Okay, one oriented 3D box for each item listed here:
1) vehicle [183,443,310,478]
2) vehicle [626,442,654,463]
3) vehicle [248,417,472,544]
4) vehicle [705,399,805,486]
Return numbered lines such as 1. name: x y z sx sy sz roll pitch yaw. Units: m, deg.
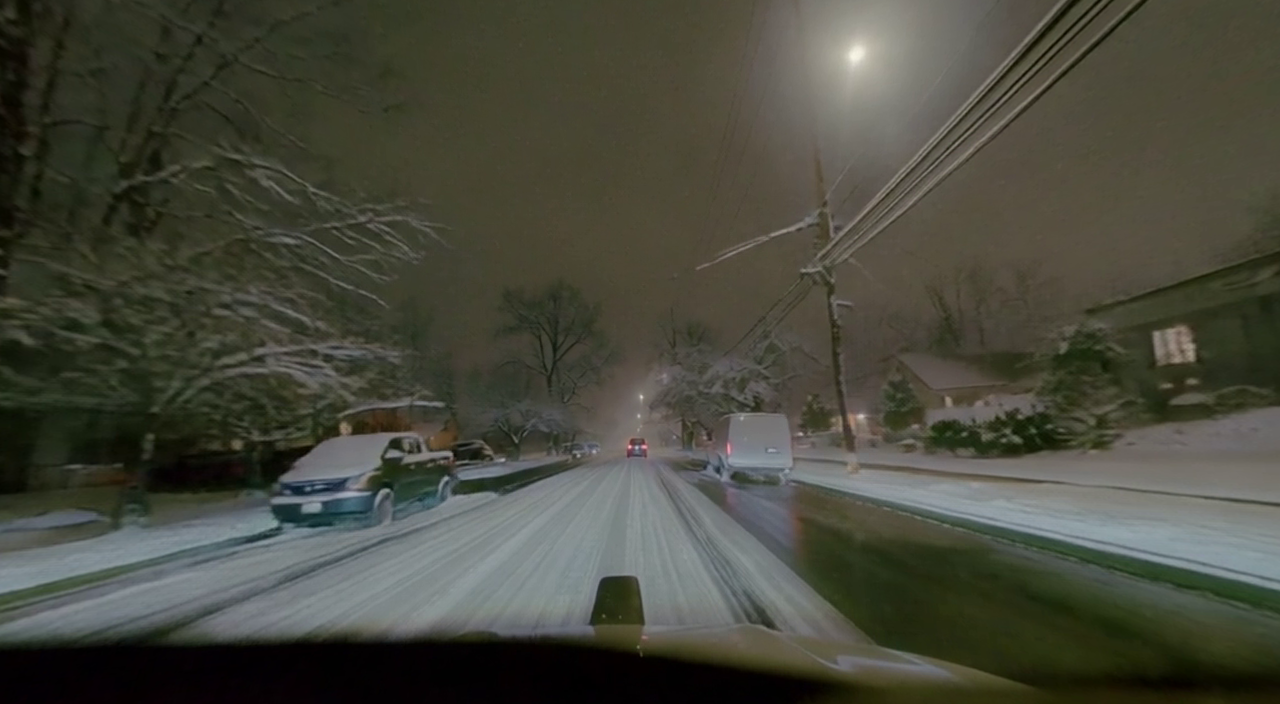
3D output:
1. vehicle: -19.984 5.504 32.374 5.310 1.547 1.820 3 -9 -27
2. vehicle: -0.036 7.778 48.984 2.062 1.509 4.305 -1 -8 -1
3. vehicle: -5.845 2.644 14.341 2.284 2.119 5.984 -4 -7 1
4. vehicle: 4.041 3.375 23.516 2.384 2.791 5.899 0 -8 -2
